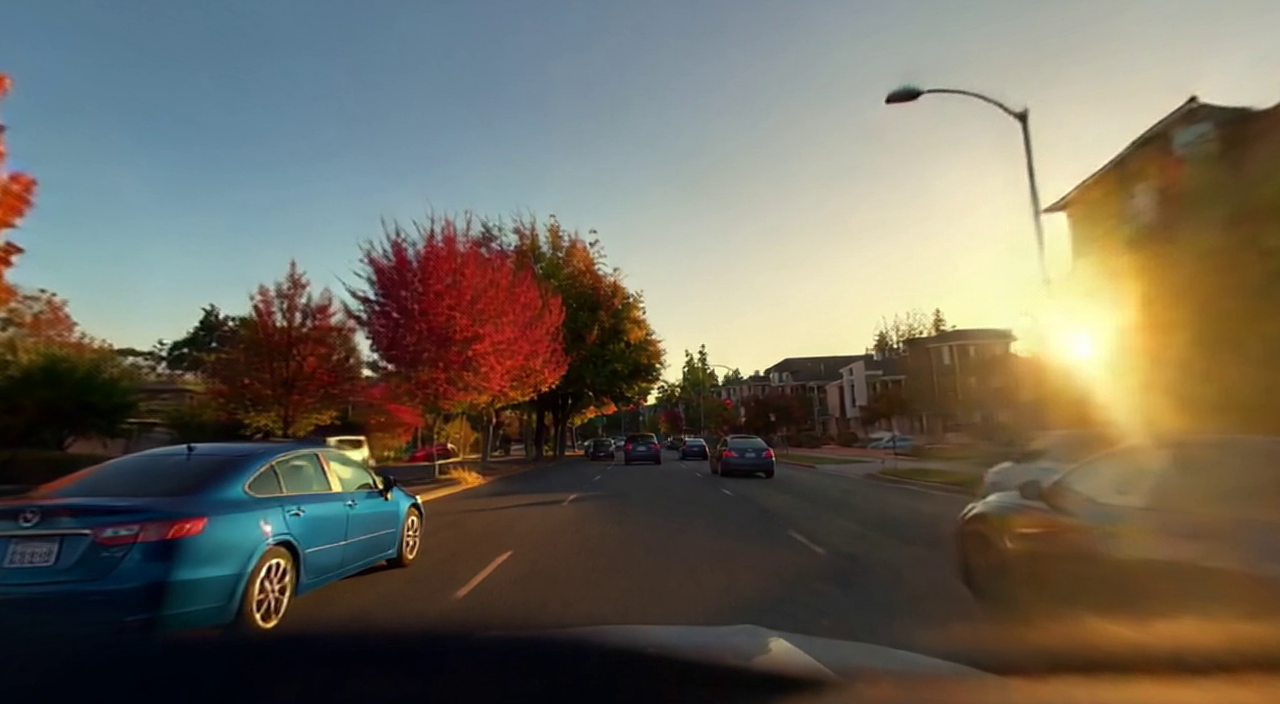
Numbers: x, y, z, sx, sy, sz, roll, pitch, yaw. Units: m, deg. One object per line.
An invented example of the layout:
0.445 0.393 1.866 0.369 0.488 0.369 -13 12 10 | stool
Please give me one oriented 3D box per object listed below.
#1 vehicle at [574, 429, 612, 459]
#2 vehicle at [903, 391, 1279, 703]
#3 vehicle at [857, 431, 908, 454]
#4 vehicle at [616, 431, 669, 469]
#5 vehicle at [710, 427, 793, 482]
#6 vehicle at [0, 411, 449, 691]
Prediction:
-3.368 6.758 46.149 2.246 2.062 5.123 0 -8 1 | vehicle
3.374 1.038 3.314 2.060 1.474 4.475 0 -8 0 | vehicle
18.378 6.921 47.705 1.767 1.400 4.107 -3 -10 -7 | vehicle
0.121 4.567 29.364 2.293 1.662 4.262 0 -8 0 | vehicle
3.662 3.468 21.523 2.019 1.675 4.488 0 -8 0 | vehicle
-3.497 1.400 5.704 1.997 1.479 4.547 0 -8 1 | vehicle
